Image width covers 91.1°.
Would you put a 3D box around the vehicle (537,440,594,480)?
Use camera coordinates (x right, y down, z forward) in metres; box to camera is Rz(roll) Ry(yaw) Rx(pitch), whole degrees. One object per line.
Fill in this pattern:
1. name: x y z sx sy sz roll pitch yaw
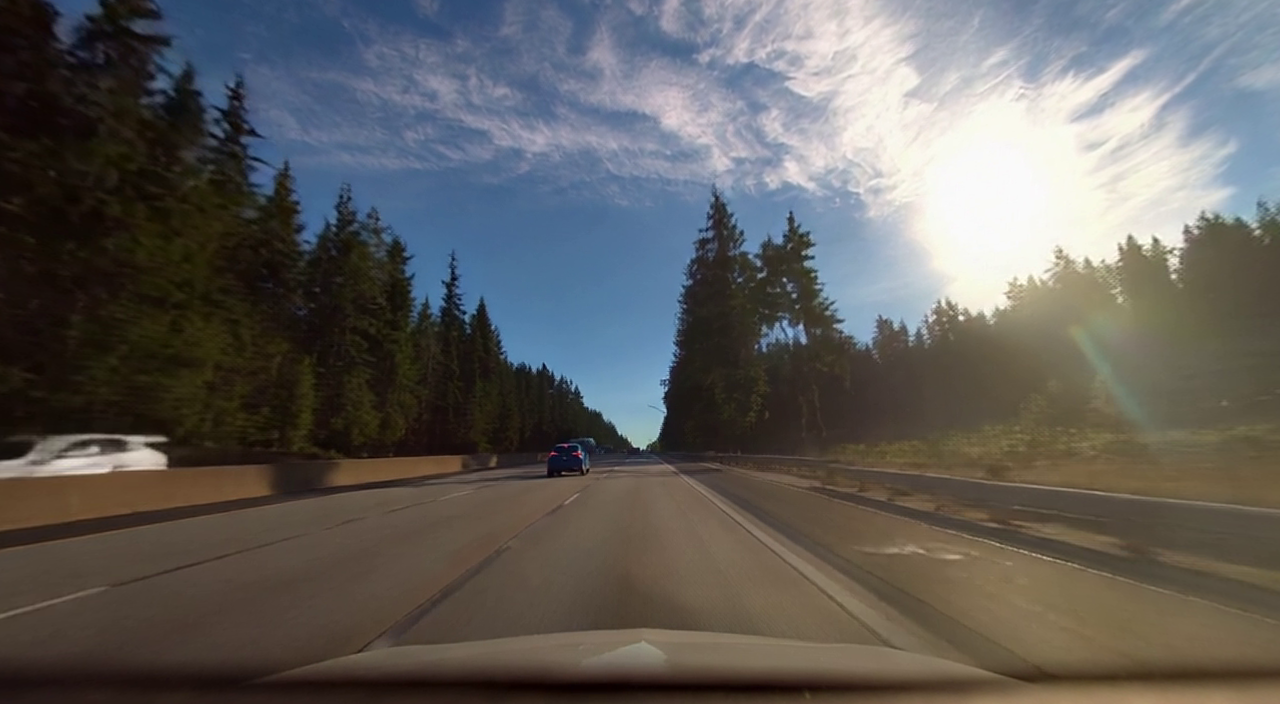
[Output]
1. vehicle: -3.459 5.152 30.183 2.084 1.752 4.479 0 -9 1

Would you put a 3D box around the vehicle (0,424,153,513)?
1. vehicle: -13.788 2.532 13.876 2.126 1.744 4.816 0 -9 0
